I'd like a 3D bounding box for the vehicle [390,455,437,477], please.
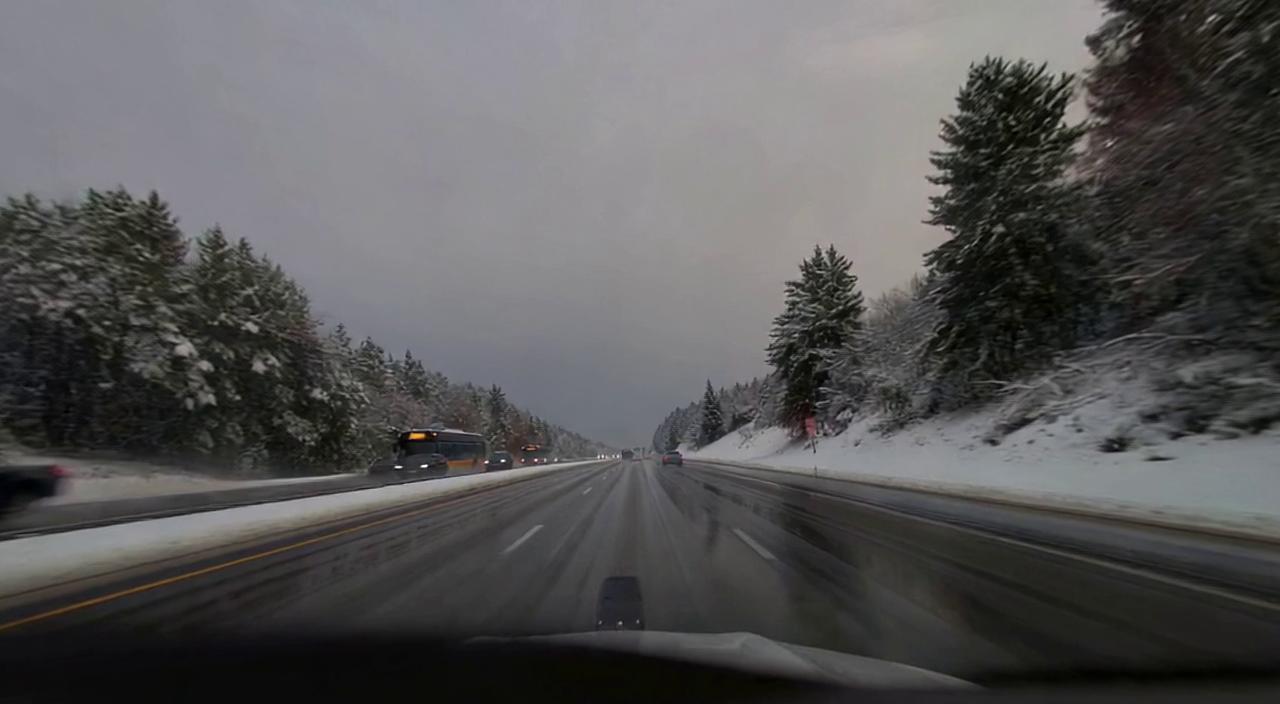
[{"bbox_3d":[-15.903,8.008,44.435,1.874,1.404,3.723,0,-9,1],"label":"vehicle"}]
